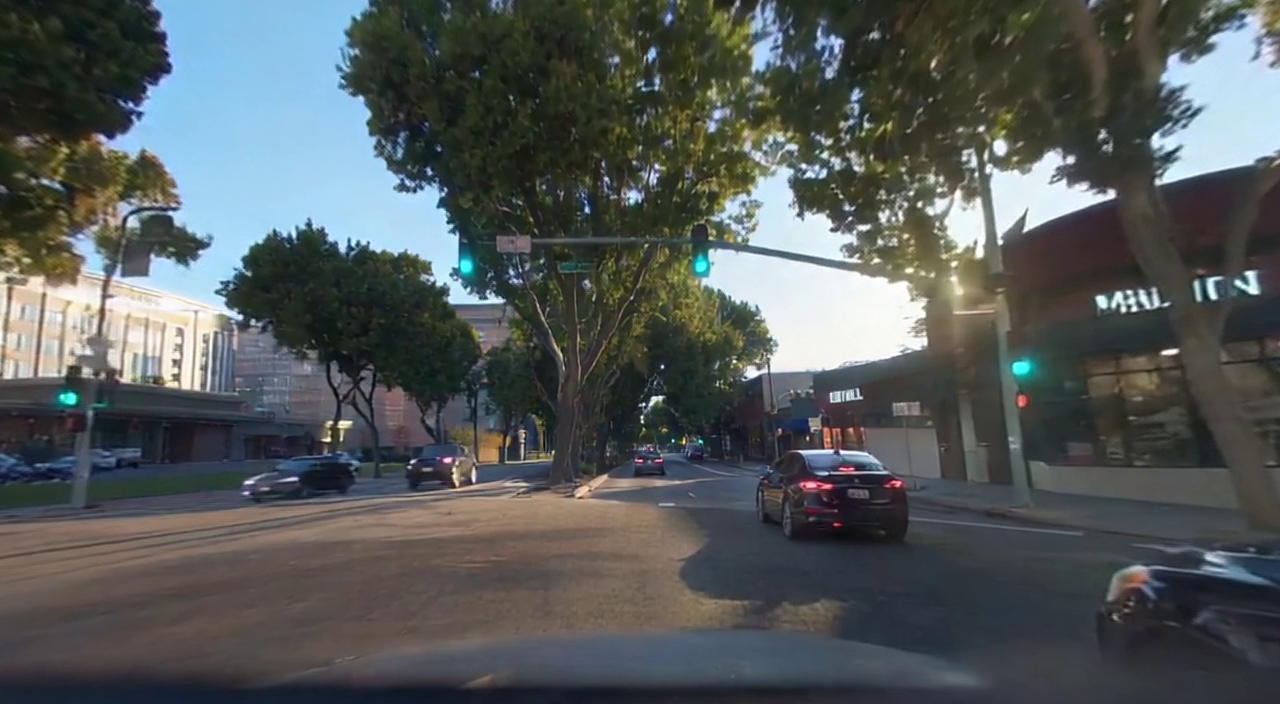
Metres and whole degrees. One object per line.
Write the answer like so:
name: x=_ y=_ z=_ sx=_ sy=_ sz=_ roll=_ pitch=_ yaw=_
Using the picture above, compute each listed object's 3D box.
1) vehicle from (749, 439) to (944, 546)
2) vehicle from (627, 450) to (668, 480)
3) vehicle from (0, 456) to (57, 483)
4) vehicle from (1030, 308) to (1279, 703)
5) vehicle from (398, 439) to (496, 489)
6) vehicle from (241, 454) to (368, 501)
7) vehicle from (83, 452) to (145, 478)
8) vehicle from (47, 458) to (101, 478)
vehicle: x=3.279 y=2.295 z=10.996 sx=1.989 sy=1.498 sz=4.050 roll=0 pitch=-8 yaw=-1
vehicle: x=0.365 y=5.596 z=31.455 sx=1.945 sy=1.343 sz=3.827 roll=0 pitch=-8 yaw=1
vehicle: x=-44.373 y=8.249 z=44.435 sx=4.430 sy=1.765 sz=2.075 roll=0 pitch=-9 yaw=1
vehicle: x=3.098 y=0.590 z=0.962 sx=2.143 sy=1.759 sz=4.531 roll=0 pitch=-9 yaw=1
vehicle: x=-8.178 y=4.784 z=27.456 sx=2.329 sy=1.921 sz=5.842 roll=0 pitch=-8 yaw=1
vehicle: x=-11.986 y=4.497 z=22.978 sx=2.022 sy=1.459 sz=4.670 roll=0 pitch=-8 yaw=1
vehicle: x=-41.174 y=8.800 z=49.459 sx=1.843 sy=1.902 sz=4.182 roll=2 pitch=-9 yaw=-12
vehicle: x=-44.480 y=9.096 z=49.594 sx=1.681 sy=1.455 sz=4.021 roll=2 pitch=-10 yaw=-20
